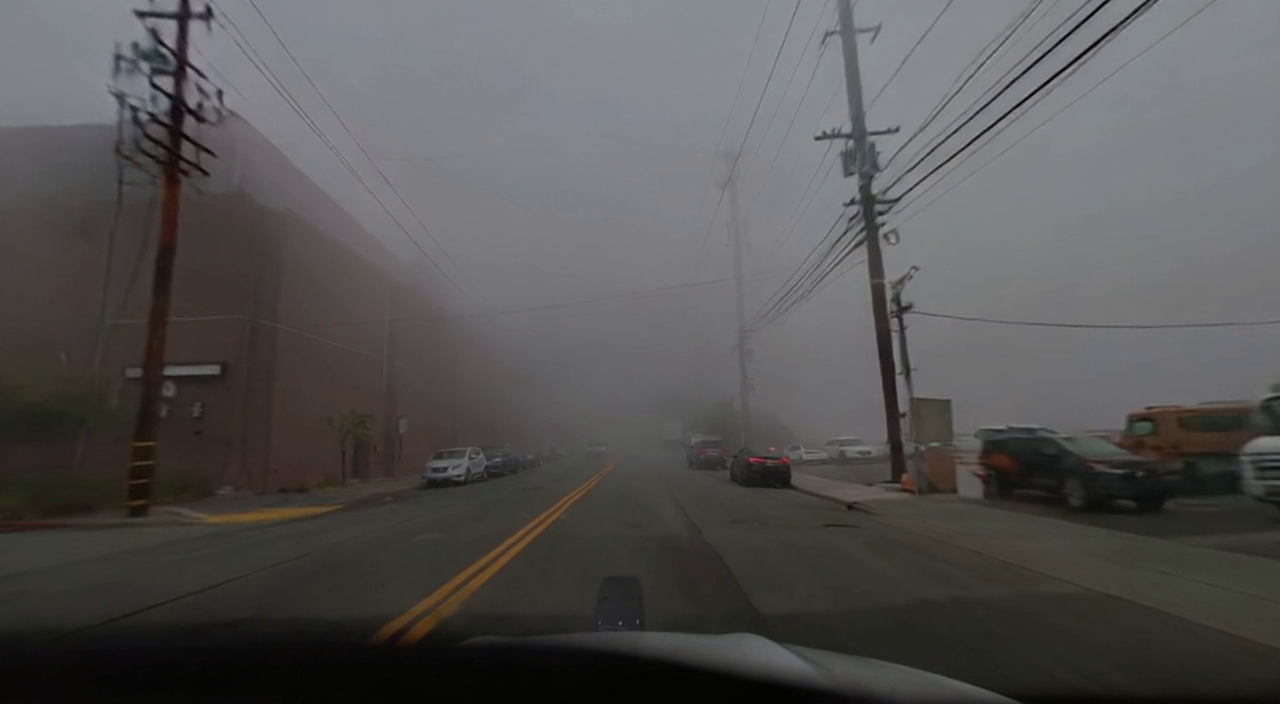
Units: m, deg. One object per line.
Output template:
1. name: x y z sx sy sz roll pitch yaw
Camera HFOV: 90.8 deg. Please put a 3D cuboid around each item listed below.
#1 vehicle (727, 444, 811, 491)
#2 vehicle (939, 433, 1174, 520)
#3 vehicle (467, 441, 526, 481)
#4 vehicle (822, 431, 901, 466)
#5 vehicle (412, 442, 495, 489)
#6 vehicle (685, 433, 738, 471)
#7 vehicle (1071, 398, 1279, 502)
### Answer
1. vehicle: 4.361 3.945 22.093 1.919 1.453 4.425 0 -8 -1
2. vehicle: 8.273 2.477 13.191 1.973 1.485 4.377 -1 -8 1
3. vehicle: -7.338 5.592 32.785 1.933 1.754 4.514 -3 -7 1
4. vehicle: 12.073 5.329 34.814 1.965 1.705 4.677 0 -8 -10
5. vehicle: -7.685 4.705 26.546 2.194 1.775 4.482 0 -8 -1
6. vehicle: 3.974 5.695 36.192 2.218 1.956 5.916 0 -8 -1
7. vehicle: 12.754 2.041 13.469 5.648 1.973 2.222 0 -8 -6
